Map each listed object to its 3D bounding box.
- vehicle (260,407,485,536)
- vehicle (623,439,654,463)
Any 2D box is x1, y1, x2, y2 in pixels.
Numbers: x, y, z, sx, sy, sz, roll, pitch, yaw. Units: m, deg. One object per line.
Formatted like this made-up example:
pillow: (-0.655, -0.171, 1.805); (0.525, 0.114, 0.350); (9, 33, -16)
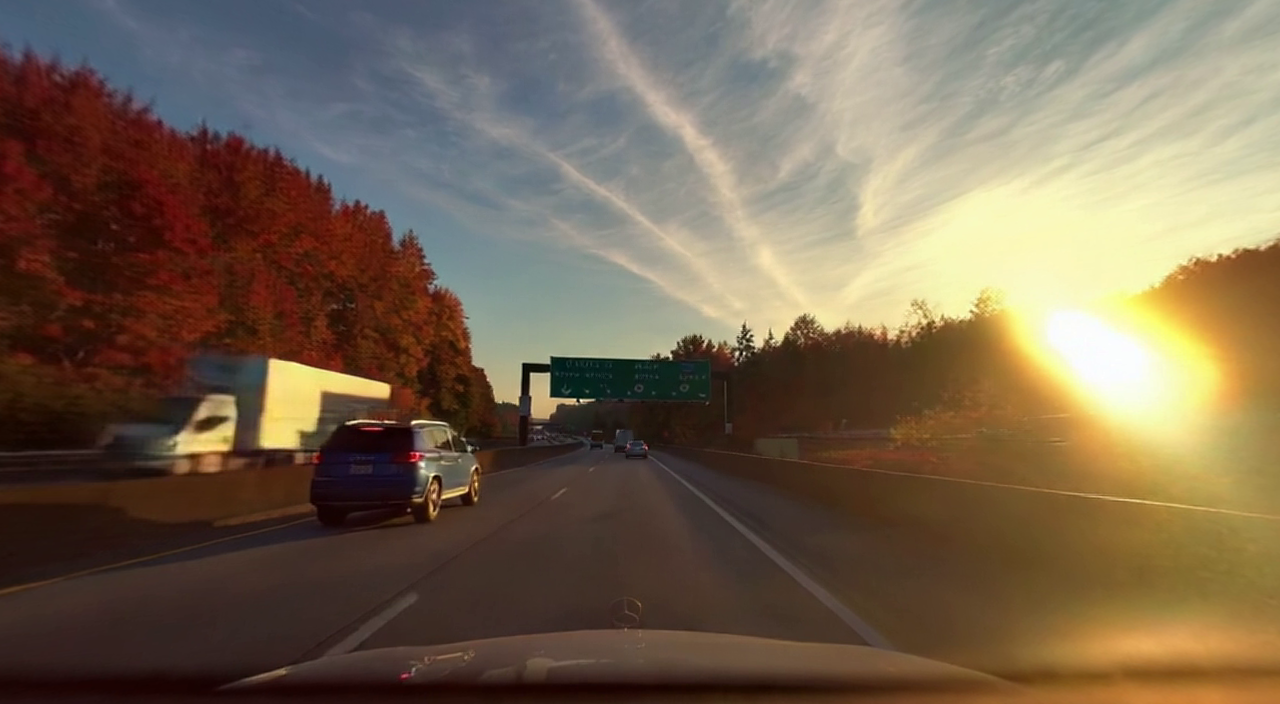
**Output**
vehicle: (-4.144, 1.925, 10.666); (1.924, 1.720, 4.195); (0, -8, 0)
vehicle: (-0.120, 6.483, 41.413); (1.939, 1.497, 3.863); (0, -8, 0)
